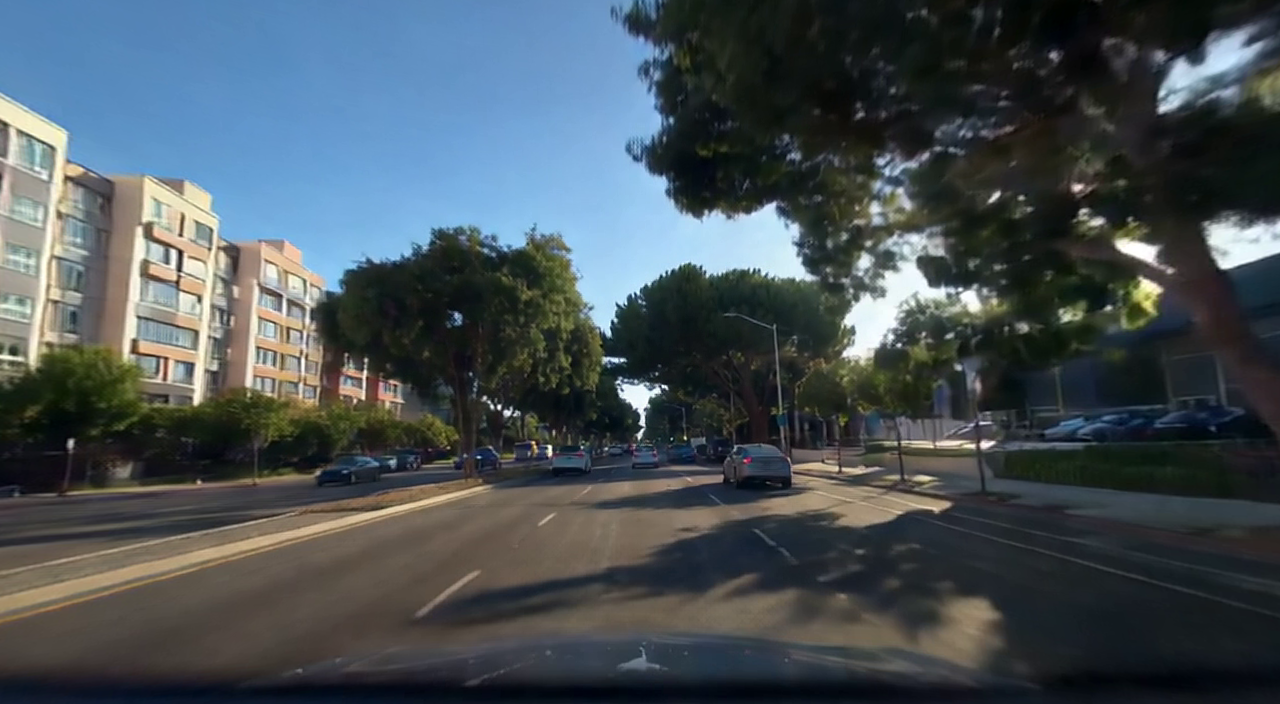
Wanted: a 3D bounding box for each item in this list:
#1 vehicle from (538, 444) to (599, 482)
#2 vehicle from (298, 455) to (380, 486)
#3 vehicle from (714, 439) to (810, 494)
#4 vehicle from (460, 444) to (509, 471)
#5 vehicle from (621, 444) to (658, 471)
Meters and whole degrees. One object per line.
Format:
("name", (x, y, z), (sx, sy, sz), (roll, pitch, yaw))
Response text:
("vehicle", (-2.982, 4.739, 27.245), (2.082, 1.467, 4.379), (0, -8, 1))
("vehicle", (-15.888, 6.252, 33.575), (2.018, 1.465, 4.672), (0, -8, 1))
("vehicle", (3.635, 3.493, 19.656), (1.990, 1.486, 4.431), (0, -8, -1))
("vehicle", (-12.106, 8.231, 49.417), (2.296, 1.941, 5.816), (0, -8, 1))
("vehicle", (-0.028, 6.291, 37.849), (2.101, 1.480, 3.929), (0, -8, 0))
